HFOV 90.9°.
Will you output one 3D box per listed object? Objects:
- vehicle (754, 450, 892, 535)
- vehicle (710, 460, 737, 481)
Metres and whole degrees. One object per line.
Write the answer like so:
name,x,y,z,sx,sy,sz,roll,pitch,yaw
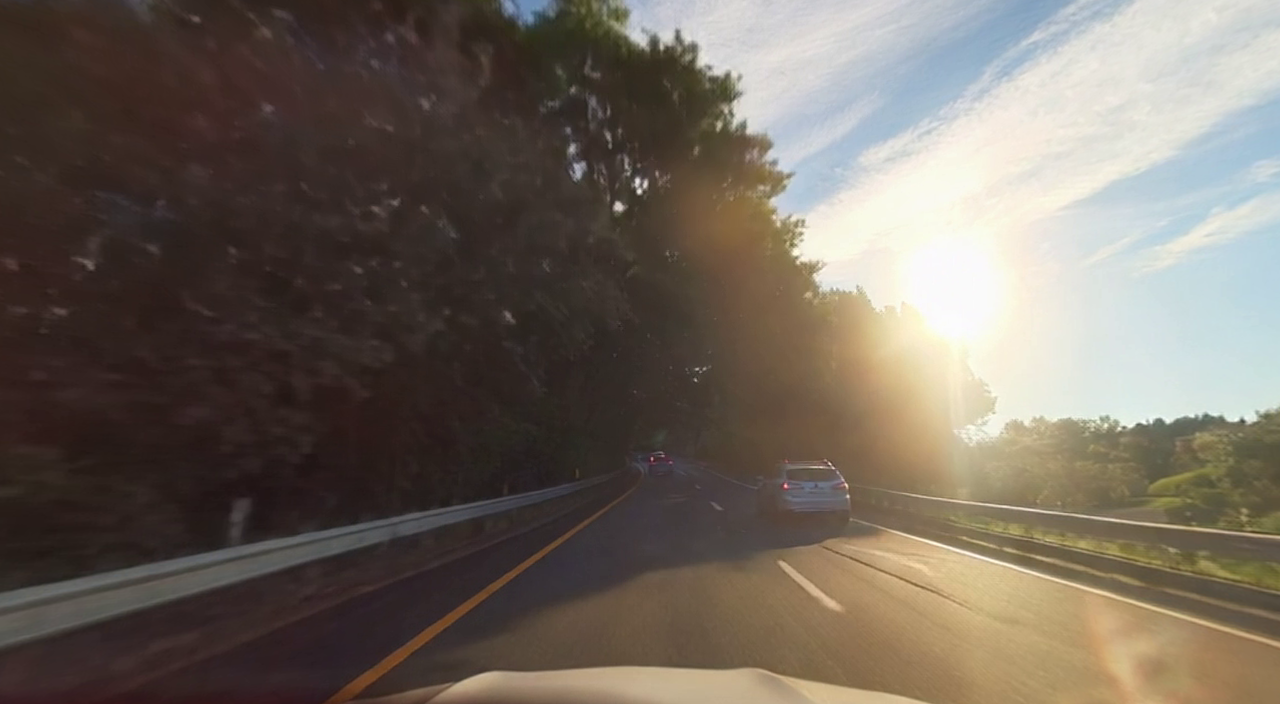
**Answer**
vehicle,3.931,3.113,14.375,2.023,1.593,4.105,1,-10,2
vehicle,6.608,9.415,49.979,2.018,1.533,3.724,0,-10,7
